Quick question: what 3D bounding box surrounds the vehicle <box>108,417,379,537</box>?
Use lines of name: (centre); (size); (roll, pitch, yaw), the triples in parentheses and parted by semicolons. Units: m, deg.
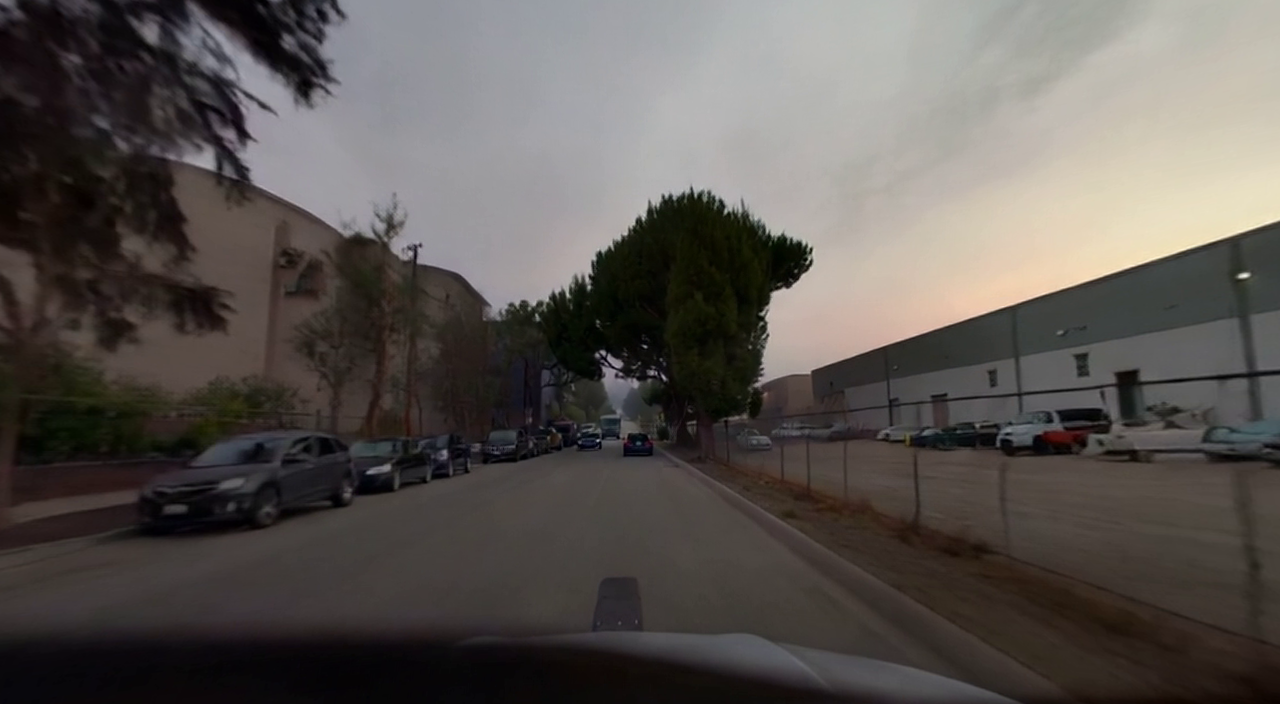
vehicle: (-6.374, 1.987, 10.866); (1.926, 1.647, 4.185); (0, -7, 0)

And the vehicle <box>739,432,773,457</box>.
vehicle: (8.309, 6.639, 45.483); (1.874, 1.669, 4.083); (0, -7, 3)

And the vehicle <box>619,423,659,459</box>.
vehicle: (-0.027, 4.990, 35.634); (2.152, 1.874, 4.042); (0, -7, 1)

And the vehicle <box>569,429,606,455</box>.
vehicle: (-3.677, 6.370, 44.886); (2.157, 1.703, 4.310); (0, -7, 1)

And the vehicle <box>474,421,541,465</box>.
vehicle: (-6.436, 4.531, 31.364); (2.139, 1.943, 5.295); (-1, -8, 1)
